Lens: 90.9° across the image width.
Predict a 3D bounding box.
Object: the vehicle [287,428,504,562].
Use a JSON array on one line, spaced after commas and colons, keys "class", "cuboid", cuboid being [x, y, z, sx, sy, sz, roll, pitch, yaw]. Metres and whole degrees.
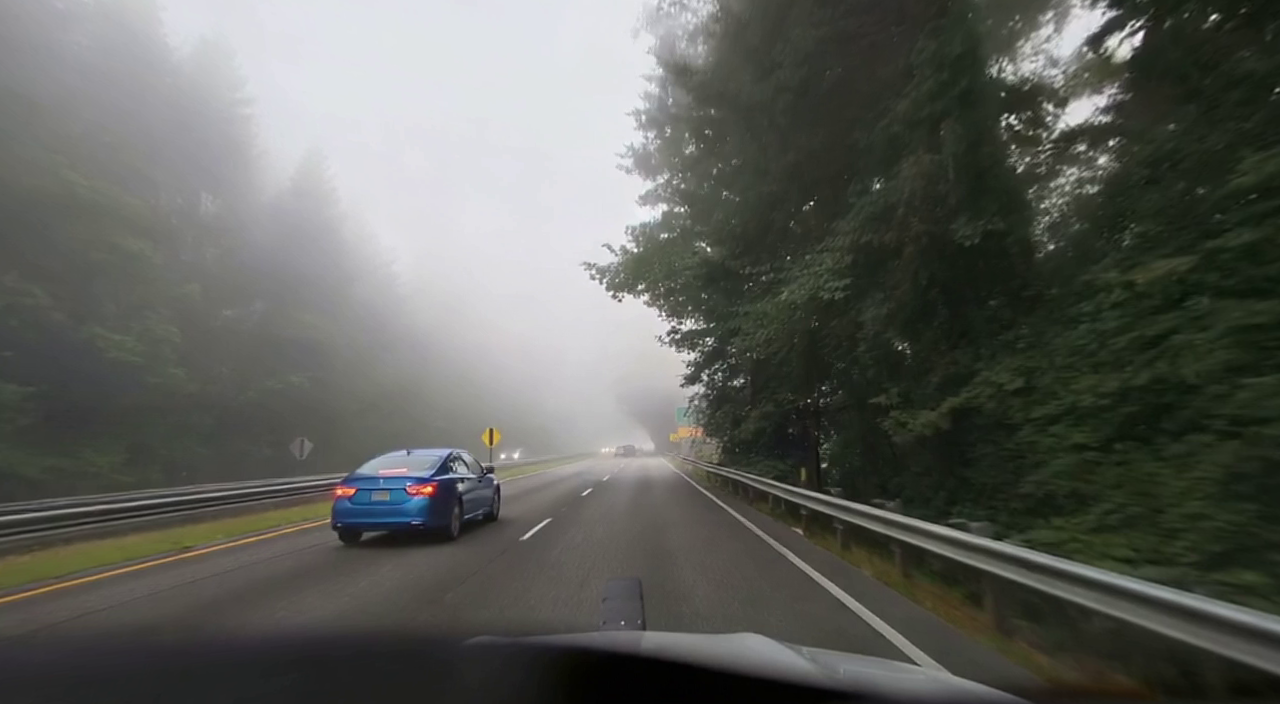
[{"class": "vehicle", "cuboid": [-3.231, 1.941, 9.167, 1.675, 1.537, 3.574, 0, -9, 1]}]
